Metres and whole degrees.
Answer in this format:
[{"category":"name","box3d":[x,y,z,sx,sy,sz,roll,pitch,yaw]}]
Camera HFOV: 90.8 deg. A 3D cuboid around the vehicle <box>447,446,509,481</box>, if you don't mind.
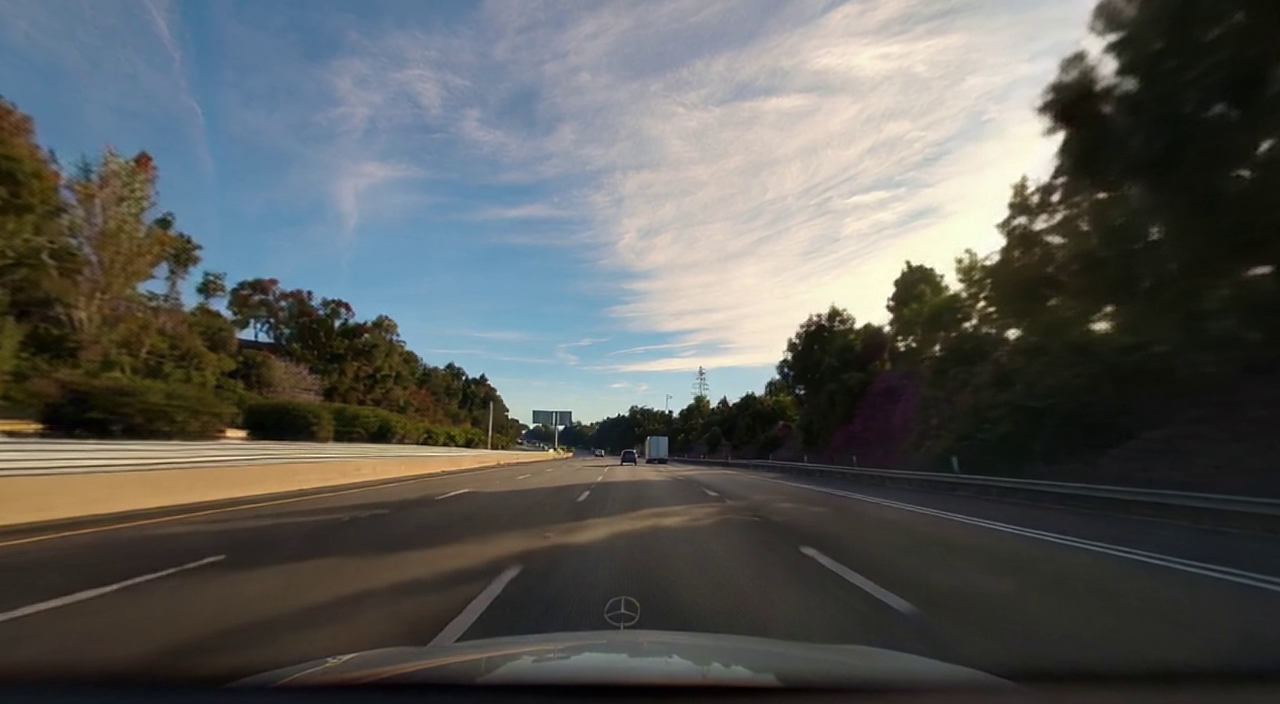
[{"category":"vehicle","box3d":[-7.460,5.142,29.452,1.915,1.479,3.843,0,-9,0]}]
